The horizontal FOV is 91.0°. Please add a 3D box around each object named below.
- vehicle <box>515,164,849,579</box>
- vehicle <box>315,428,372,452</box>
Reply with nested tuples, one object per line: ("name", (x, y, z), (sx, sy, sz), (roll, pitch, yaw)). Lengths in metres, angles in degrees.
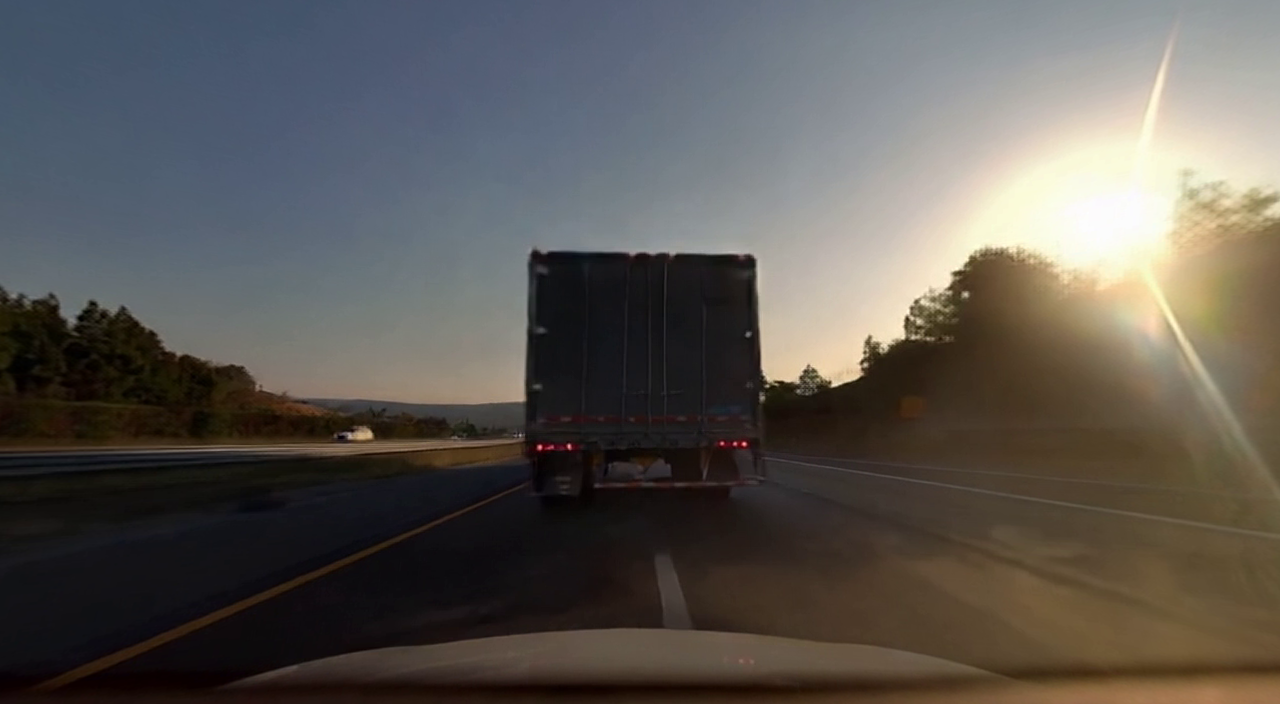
("vehicle", (0.820, 1.060, 12.709), (3.153, 4.080, 13.081), (-1, -8, 4))
("vehicle", (-22.238, 6.653, 47.475), (2.039, 1.706, 4.974), (0, -8, -2))
